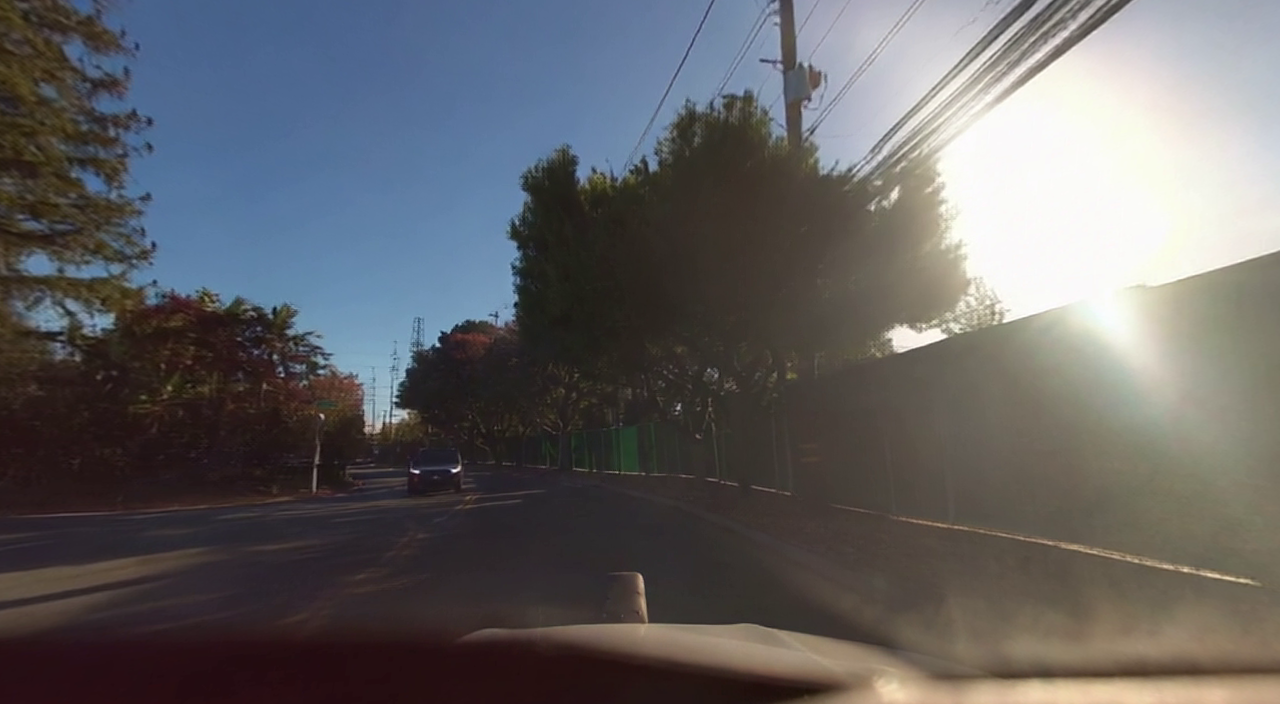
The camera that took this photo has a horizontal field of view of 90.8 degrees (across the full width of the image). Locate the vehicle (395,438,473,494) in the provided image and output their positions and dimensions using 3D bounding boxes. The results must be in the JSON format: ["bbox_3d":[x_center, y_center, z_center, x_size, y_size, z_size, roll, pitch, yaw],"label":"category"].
[{"bbox_3d":[-7.671,4.273,24.007,2.185,1.901,4.177,1,-9,-10],"label":"vehicle"}]
